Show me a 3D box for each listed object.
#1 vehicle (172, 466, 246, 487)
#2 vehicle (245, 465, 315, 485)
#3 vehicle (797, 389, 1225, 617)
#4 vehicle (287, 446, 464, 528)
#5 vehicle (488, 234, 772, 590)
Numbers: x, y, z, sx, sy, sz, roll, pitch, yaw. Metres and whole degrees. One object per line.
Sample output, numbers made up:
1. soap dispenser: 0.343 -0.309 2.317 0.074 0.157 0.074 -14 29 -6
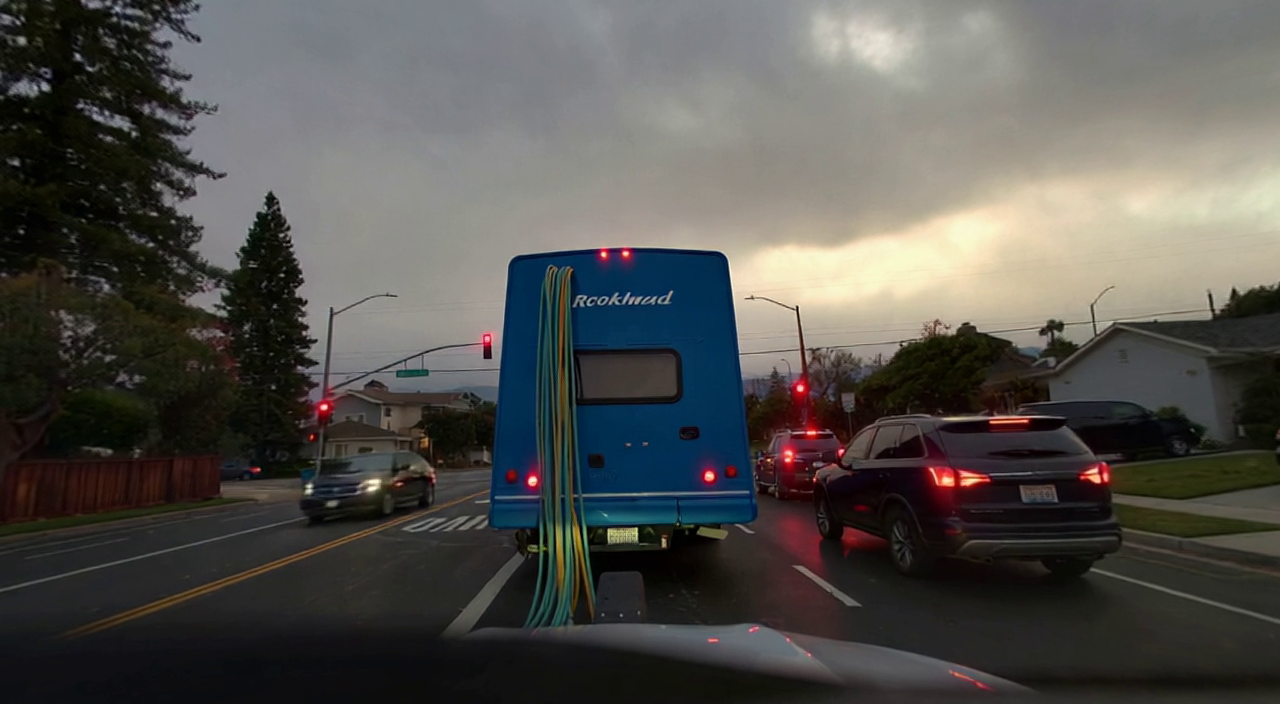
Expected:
1. vehicle: -32.686 9.415 47.960 4.311 1.458 1.707 0 -9 -3
2. vehicle: -27.408 9.364 48.144 4.187 1.445 1.809 0 -9 0
3. vehicle: 3.411 1.493 7.137 2.104 1.735 4.408 0 -9 0
4. vehicle: -5.581 2.865 14.139 1.979 1.483 4.668 0 -9 -1
5. vehicle: -0.100 1.133 10.327 2.709 3.511 8.213 0 -9 0
